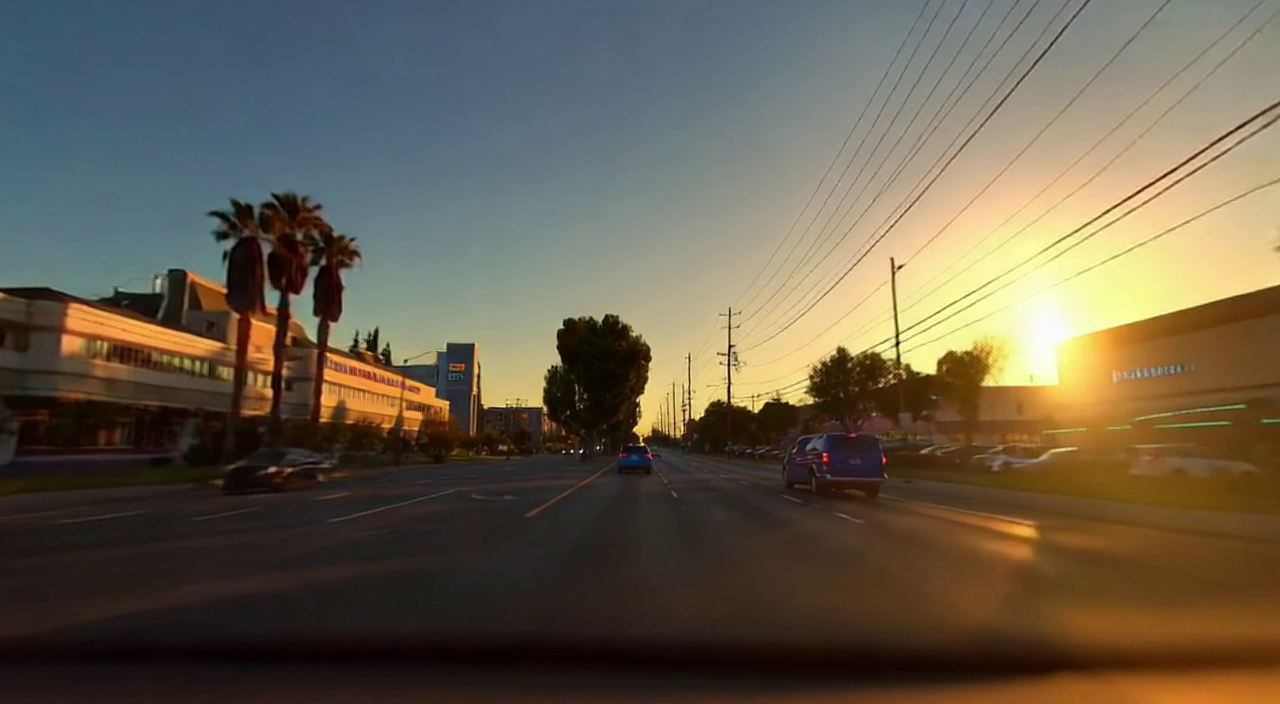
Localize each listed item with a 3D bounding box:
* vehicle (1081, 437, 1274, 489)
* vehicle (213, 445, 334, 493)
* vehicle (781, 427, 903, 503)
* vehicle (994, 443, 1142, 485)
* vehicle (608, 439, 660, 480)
[{"bbox_3d":[17.900,3.685,21.172,4.490,1.604,2.089,0,-8,2],"label":"vehicle"},{"bbox_3d":[-14.172,4.504,24.710,1.997,1.641,4.528,0,-8,0],"label":"vehicle"},{"bbox_3d":[5.765,3.261,18.662,2.107,1.928,4.471,0,-8,0],"label":"vehicle"},{"bbox_3d":[17.759,4.652,26.308,4.605,1.459,1.968,-3,-9,4],"label":"vehicle"},{"bbox_3d":[-0.261,4.710,27.955,2.138,1.672,4.168,0,-8,0],"label":"vehicle"}]
